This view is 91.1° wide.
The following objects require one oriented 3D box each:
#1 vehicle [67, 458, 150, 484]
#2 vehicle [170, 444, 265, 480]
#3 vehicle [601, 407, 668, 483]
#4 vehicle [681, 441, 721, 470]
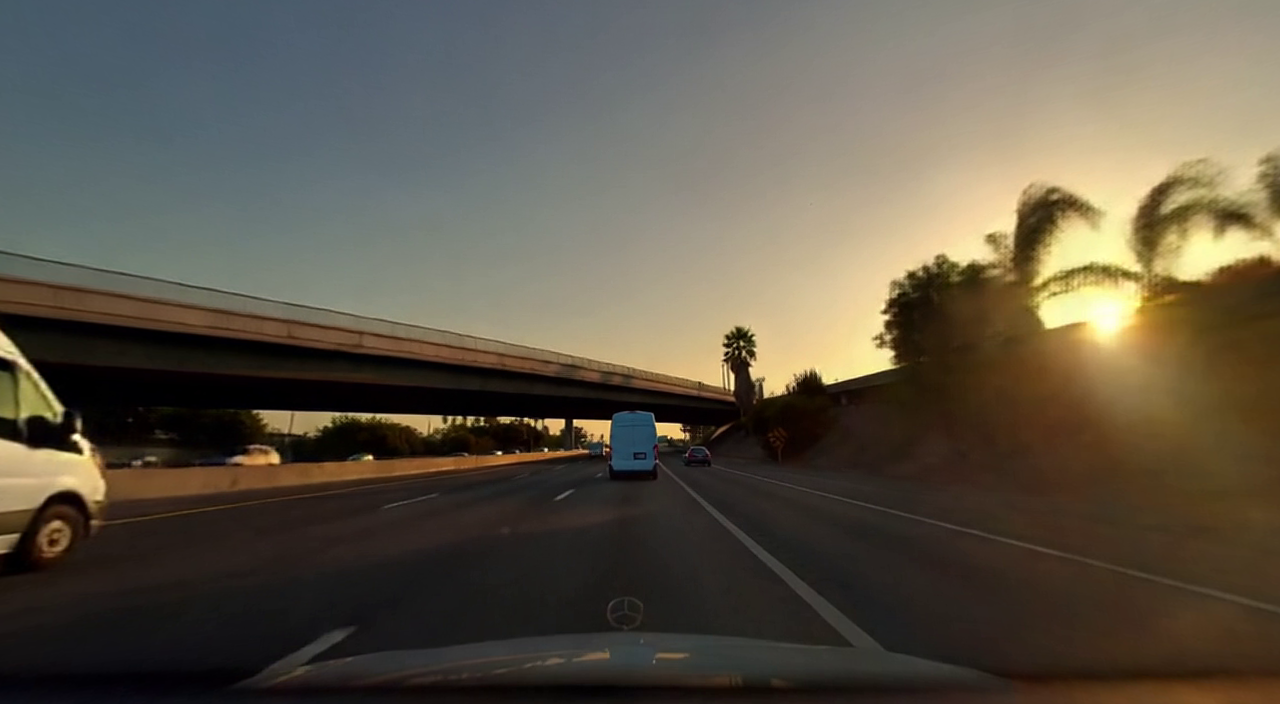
[{"bbox_3d":[-39.581,8.857,46.916,1.940,1.700,4.823,0,-8,-1],"label":"vehicle"},{"bbox_3d":[-28.659,7.428,42.877,2.265,2.281,5.988,0,-9,0],"label":"vehicle"},{"bbox_3d":[-0.086,3.858,26.016,2.476,2.776,5.598,0,-9,2],"label":"vehicle"},{"bbox_3d":[3.721,6.394,39.010,1.987,1.648,3.984,0,-9,-1],"label":"vehicle"}]
